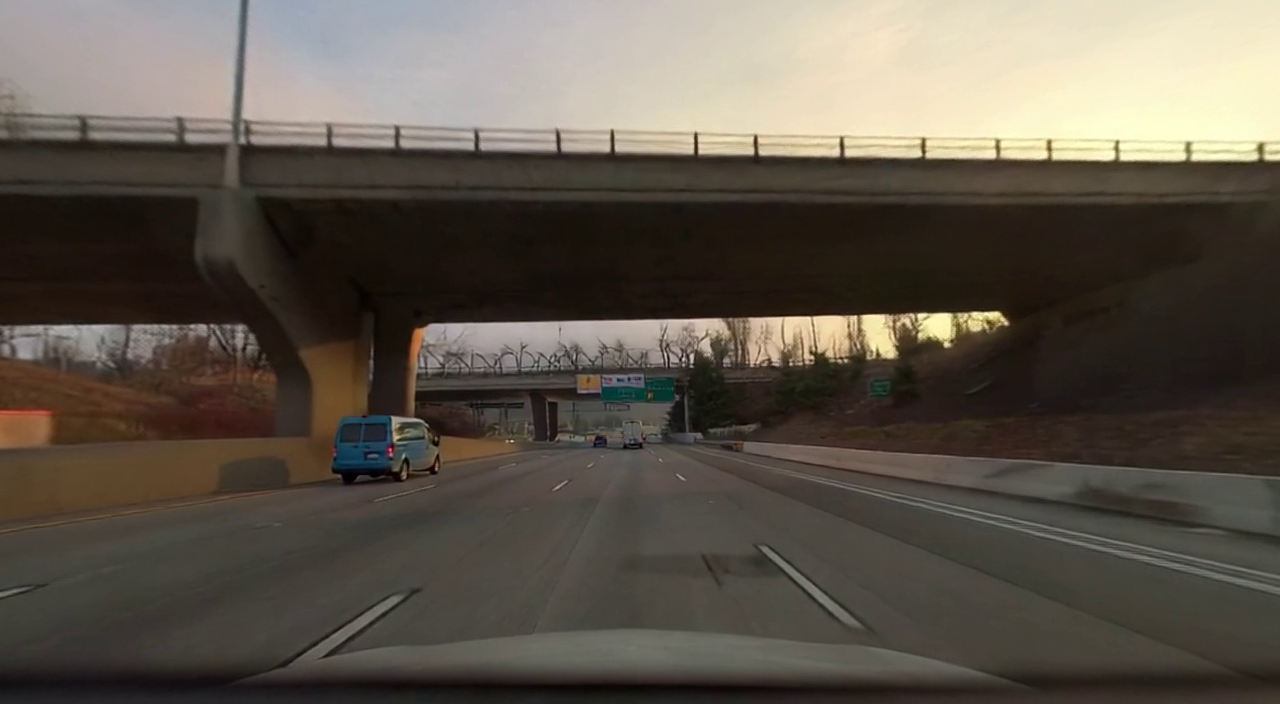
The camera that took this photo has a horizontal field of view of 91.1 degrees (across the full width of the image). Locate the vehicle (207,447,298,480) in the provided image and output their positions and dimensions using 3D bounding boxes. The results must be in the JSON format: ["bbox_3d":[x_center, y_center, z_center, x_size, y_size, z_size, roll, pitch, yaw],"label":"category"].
[{"bbox_3d":[-20.125,5.762,32.910,1.866,1.511,4.574,0,-8,-1],"label":"vehicle"}]

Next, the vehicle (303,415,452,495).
[{"bbox_3d":[-7.420,2.960,18.564,2.150,1.996,5.341,0,-8,-1],"label":"vehicle"}]
